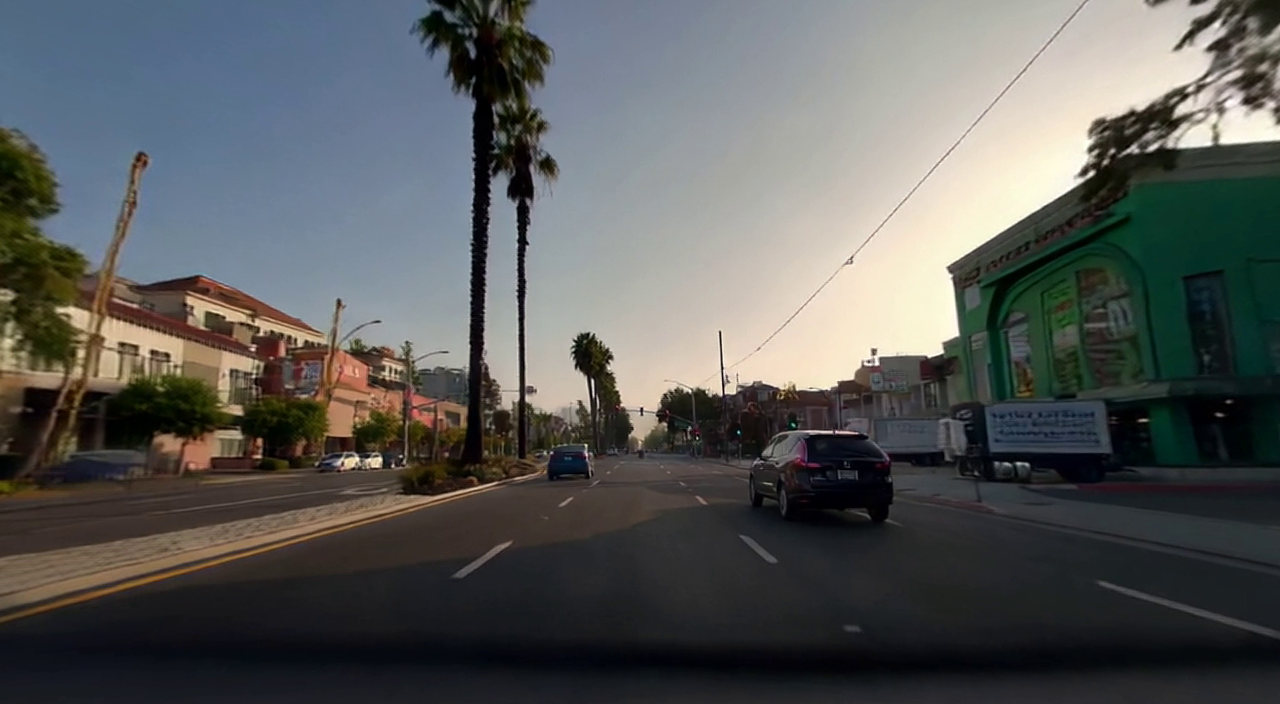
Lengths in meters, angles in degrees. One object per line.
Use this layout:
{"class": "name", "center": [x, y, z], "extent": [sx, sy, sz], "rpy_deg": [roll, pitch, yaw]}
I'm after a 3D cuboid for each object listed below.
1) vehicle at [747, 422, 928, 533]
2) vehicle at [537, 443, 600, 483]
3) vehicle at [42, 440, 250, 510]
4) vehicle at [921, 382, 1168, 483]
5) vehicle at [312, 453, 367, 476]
{"class": "vehicle", "center": [3.451, 2.286, 12.039], "extent": [1.982, 1.711, 4.276], "rpy_deg": [0, -9, -1]}
{"class": "vehicle", "center": [-2.800, 4.436, 25.511], "extent": [2.034, 1.498, 3.995], "rpy_deg": [0, -9, 0]}
{"class": "vehicle", "center": [-14.649, 3.635, 19.262], "extent": [2.227, 1.768, 5.034], "rpy_deg": [-1, -9, 1]}
{"class": "vehicle", "center": [14.640, 2.979, 23.263], "extent": [7.195, 3.468, 2.597], "rpy_deg": [0, -9, -3]}
{"class": "vehicle", "center": [-22.181, 8.295, 46.812], "extent": [2.045, 1.536, 3.911], "rpy_deg": [0, -9, 2]}
